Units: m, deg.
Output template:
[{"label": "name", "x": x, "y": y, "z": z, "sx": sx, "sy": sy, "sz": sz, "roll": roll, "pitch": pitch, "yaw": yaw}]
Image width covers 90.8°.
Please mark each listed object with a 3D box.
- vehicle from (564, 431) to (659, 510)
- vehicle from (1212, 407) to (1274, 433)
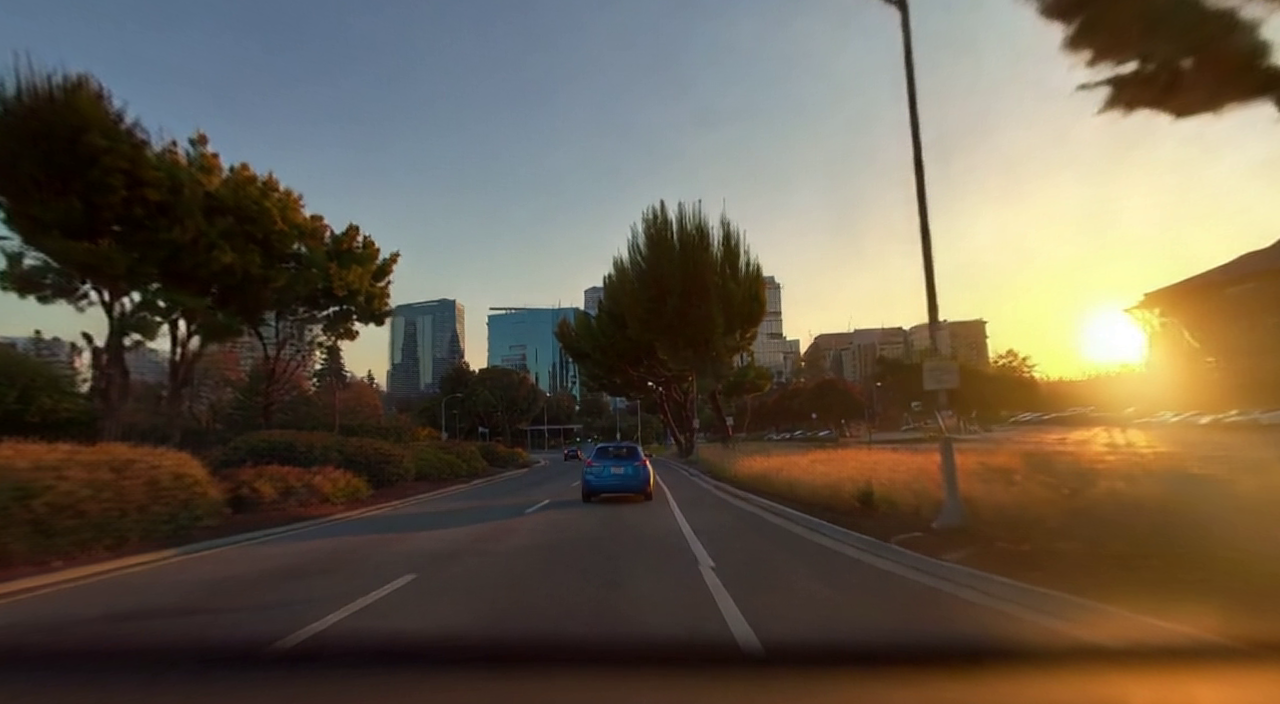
[{"label": "vehicle", "x": -0.659, "y": 2.975, "z": 16.363, "sx": 2.131, "sy": 1.761, "sz": 4.242, "roll": 0, "pitch": -8, "yaw": 0}, {"label": "vehicle", "x": 42.978, "y": 4.907, "z": 45.130, "sx": 2.042, "sy": 1.634, "sz": 4.326, "roll": -4, "pitch": -9, "yaw": 29}]
